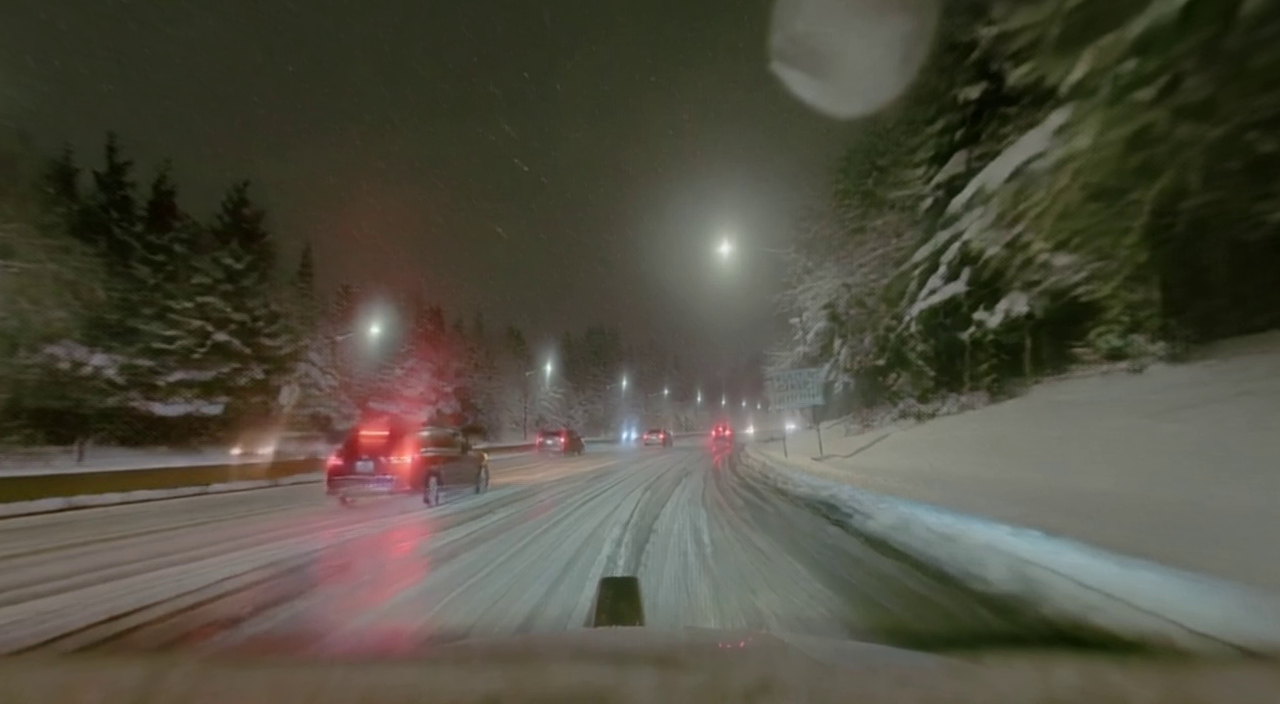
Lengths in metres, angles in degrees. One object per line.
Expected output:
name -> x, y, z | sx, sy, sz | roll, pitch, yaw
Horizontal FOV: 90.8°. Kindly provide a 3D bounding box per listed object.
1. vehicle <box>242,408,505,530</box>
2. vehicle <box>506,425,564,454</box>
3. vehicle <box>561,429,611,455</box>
vehicle -> -4.188, 1.938, 11.031 | 2.082, 1.638, 4.644 | -2, -8, 8
vehicle -> -6.630, 5.600, 40.503 | 2.089, 1.736, 4.662 | -2, -8, 12
vehicle -> -3.211, 5.485, 38.546 | 1.860, 1.442, 4.332 | -2, -8, 11
